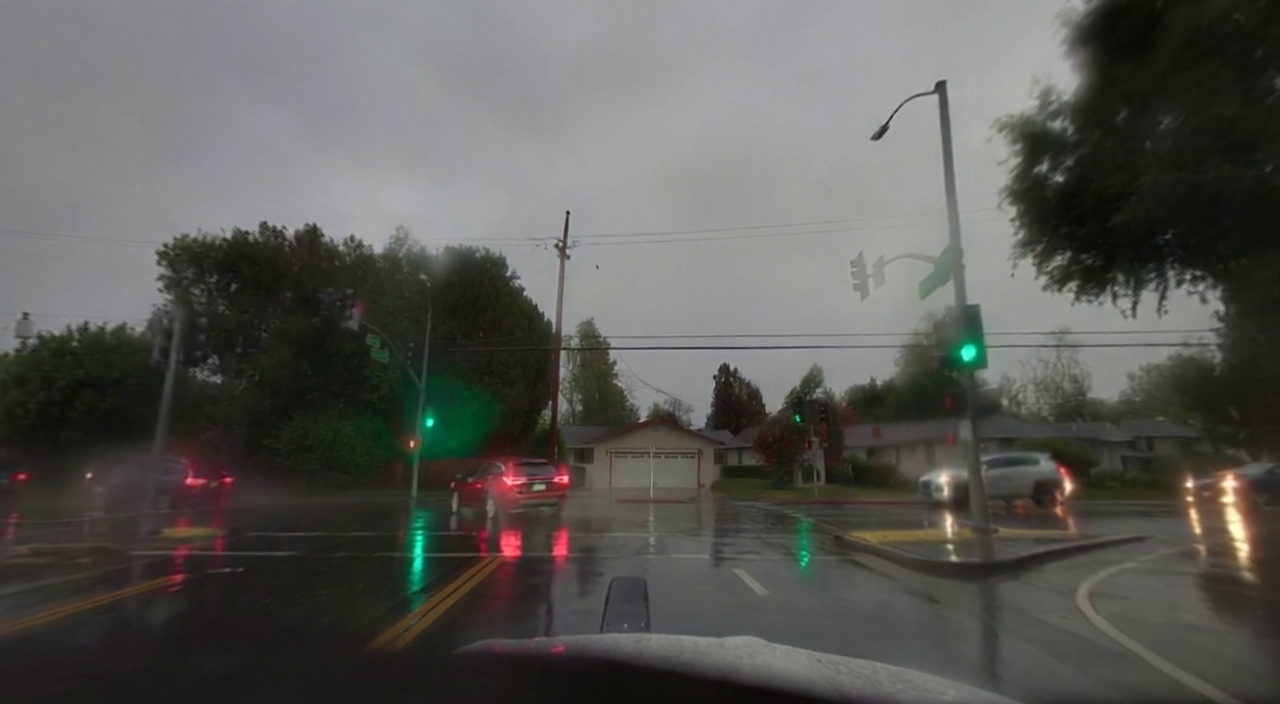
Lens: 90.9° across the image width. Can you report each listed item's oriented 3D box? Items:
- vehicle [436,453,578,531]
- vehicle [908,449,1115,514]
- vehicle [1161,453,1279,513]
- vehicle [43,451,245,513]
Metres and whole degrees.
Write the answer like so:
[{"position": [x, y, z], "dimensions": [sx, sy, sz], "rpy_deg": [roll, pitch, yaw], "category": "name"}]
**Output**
[{"position": [-3.391, 3.249, 15.363], "dimensions": [2.078, 1.506, 4.512], "rpy_deg": [5, -10, -29], "category": "vehicle"}, {"position": [10.530, 3.674, 18.228], "dimensions": [4.600, 1.722, 2.074], "rpy_deg": [-1, -9, 5], "category": "vehicle"}, {"position": [17.926, 3.693, 17.951], "dimensions": [4.254, 1.558, 1.960], "rpy_deg": [-1, -9, 5], "category": "vehicle"}, {"position": [-14.405, 3.743, 18.455], "dimensions": [4.485, 1.625, 1.980], "rpy_deg": [-1, -9, 8], "category": "vehicle"}]
